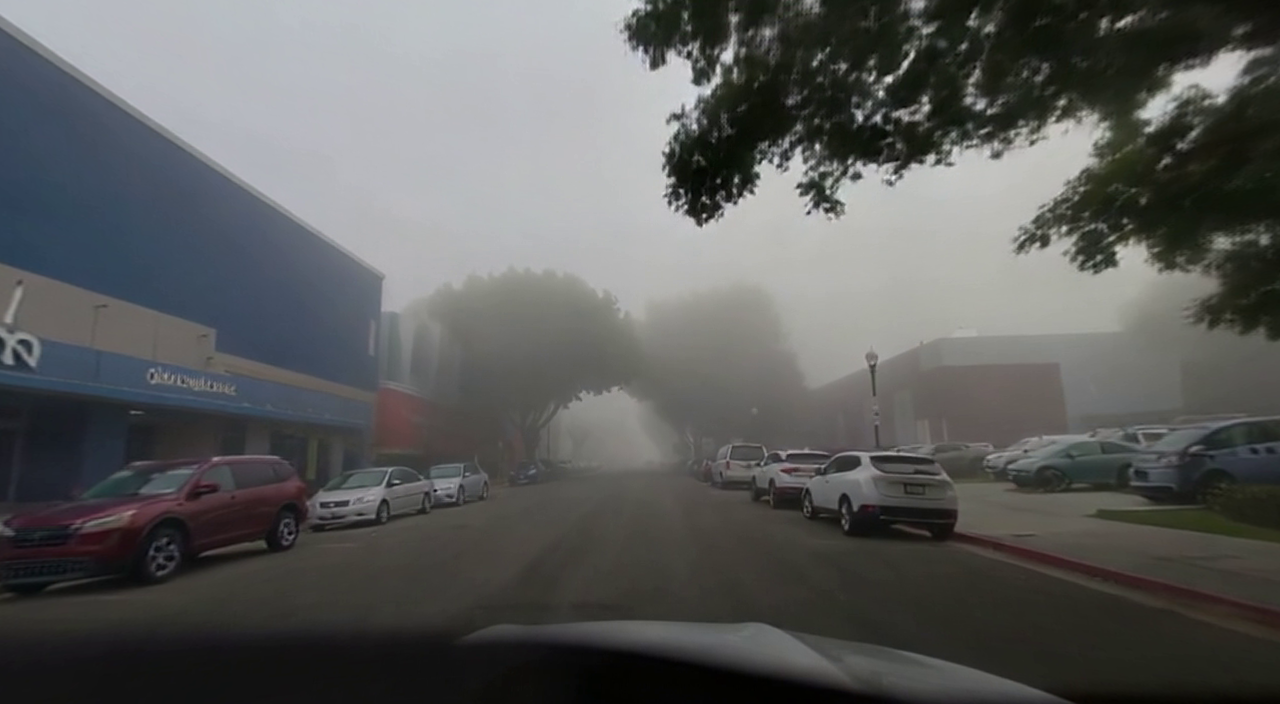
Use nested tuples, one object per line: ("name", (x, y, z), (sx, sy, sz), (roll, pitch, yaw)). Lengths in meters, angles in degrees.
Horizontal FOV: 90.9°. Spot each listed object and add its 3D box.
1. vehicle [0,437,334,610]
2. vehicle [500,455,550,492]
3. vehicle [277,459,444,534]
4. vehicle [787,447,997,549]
("vehicle", (-6.924, 2.299, 9.665), (2.238, 1.891, 4.780), (-1, -7, -2))
("vehicle", (-6.463, 6.873, 36.046), (1.996, 1.770, 5.518), (-2, -9, -2))
("vehicle", (-6.956, 3.616, 16.432), (2.001, 1.502, 4.851), (-1, -8, 2))
("vehicle", (4.344, 2.573, 11.914), (1.973, 1.494, 4.867), (0, -9, 0))
